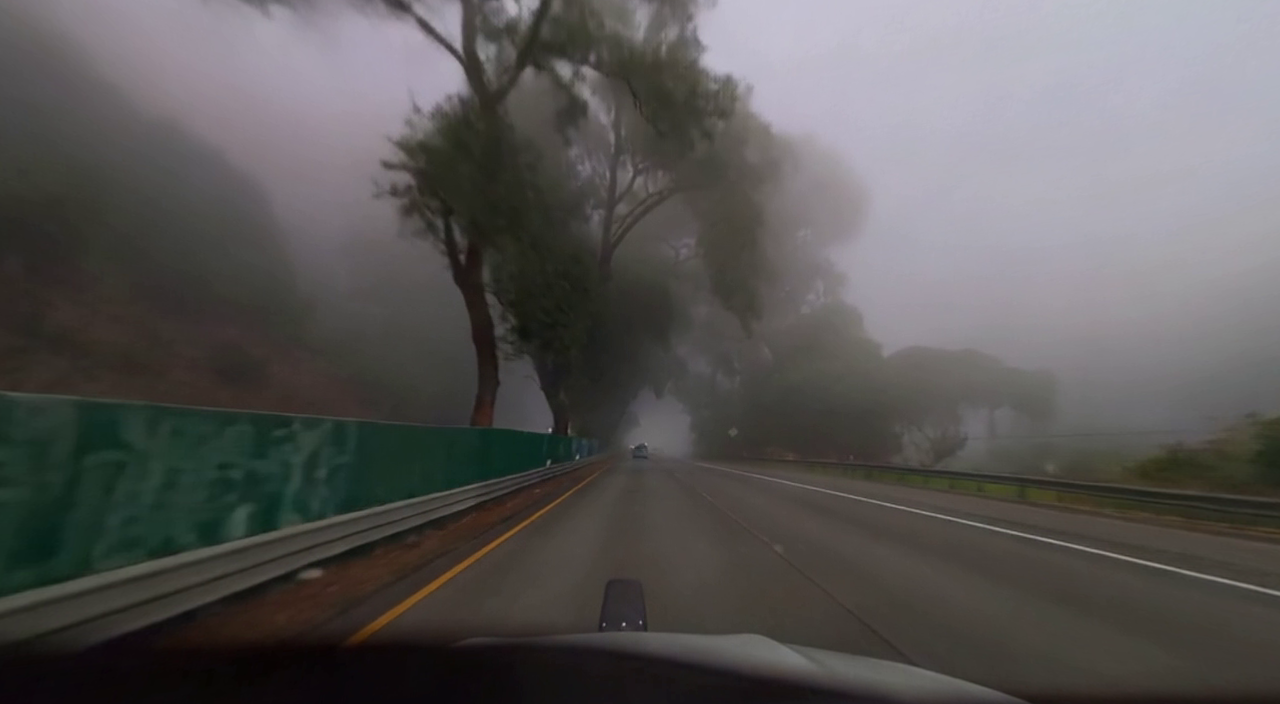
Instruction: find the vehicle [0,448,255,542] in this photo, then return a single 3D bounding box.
[{"bbox_3d":[-10.324,2.812,13.094,1.933,1.599,4.198,0,-8,0],"label":"vehicle"}]
